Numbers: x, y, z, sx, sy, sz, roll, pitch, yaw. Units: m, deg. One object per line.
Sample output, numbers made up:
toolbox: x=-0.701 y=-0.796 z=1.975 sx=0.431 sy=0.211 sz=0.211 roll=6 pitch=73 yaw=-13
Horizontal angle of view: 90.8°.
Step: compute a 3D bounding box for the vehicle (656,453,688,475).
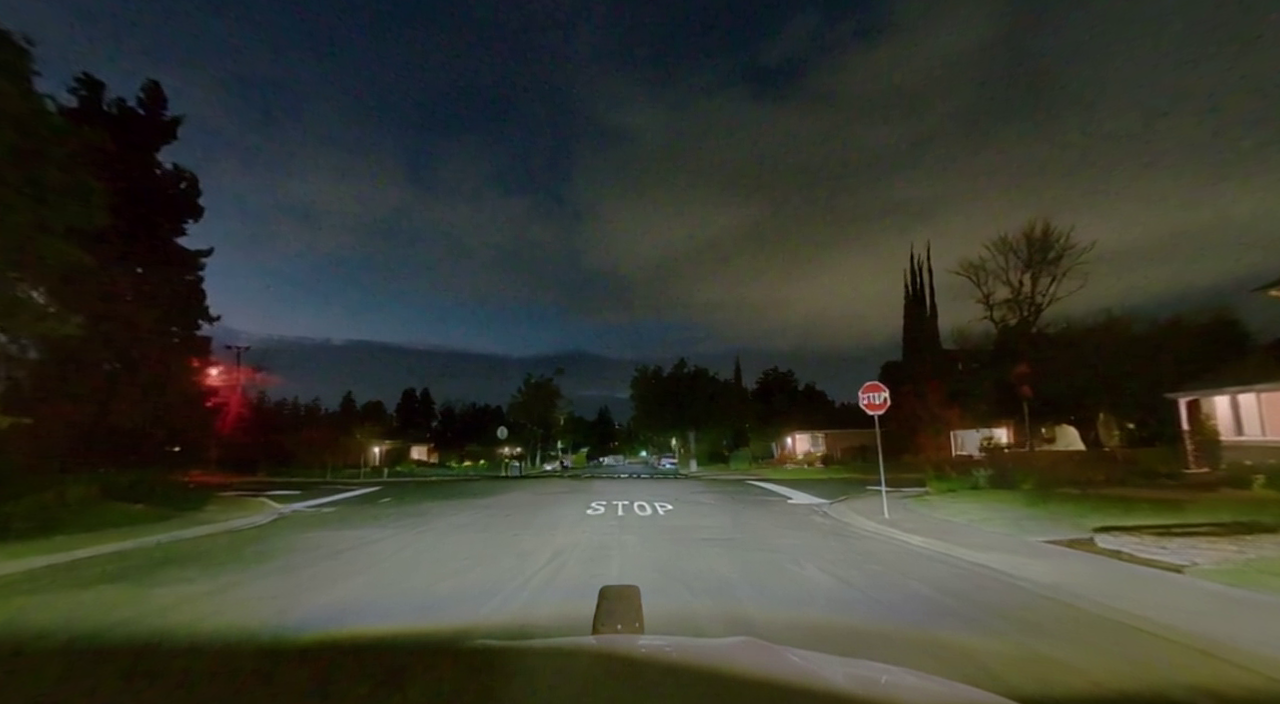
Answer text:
vehicle: x=2.254 y=7.974 z=45.301 sx=2.046 sy=1.465 sz=3.940 roll=0 pitch=-9 yaw=-1
